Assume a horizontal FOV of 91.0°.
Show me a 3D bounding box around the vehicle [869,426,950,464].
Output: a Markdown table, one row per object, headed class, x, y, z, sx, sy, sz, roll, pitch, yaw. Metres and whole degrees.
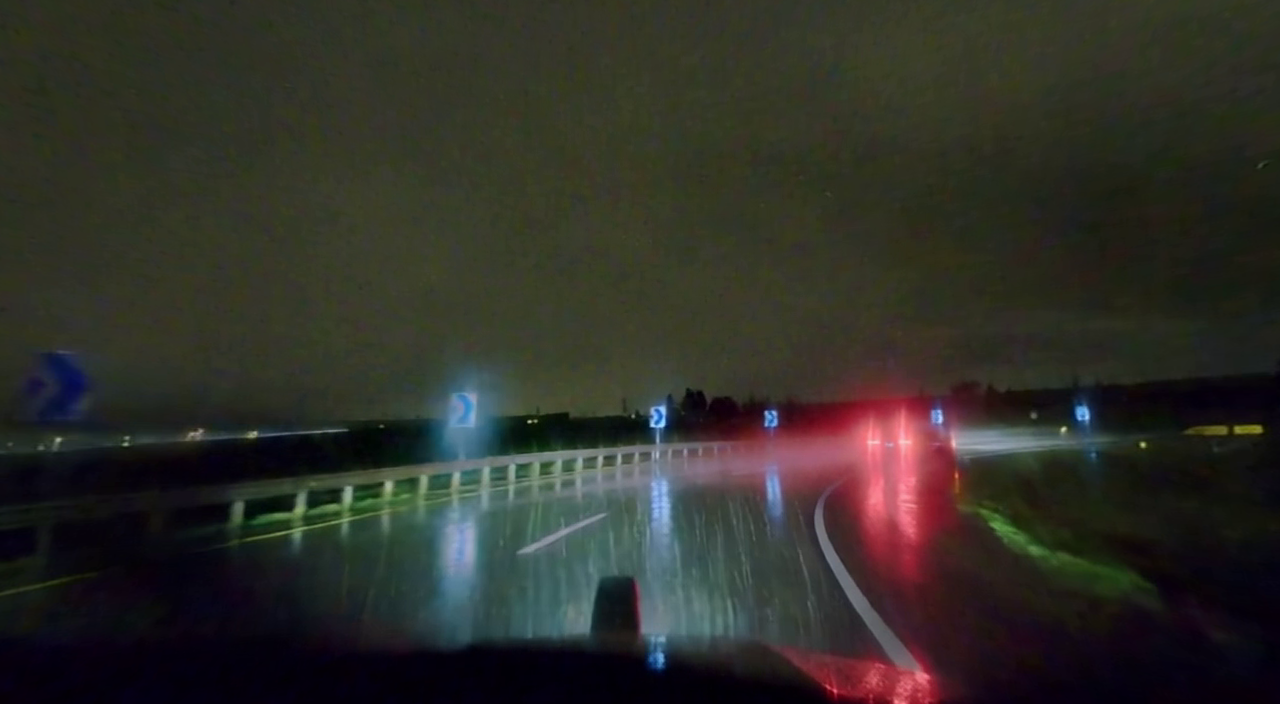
| class | x | y | z | sx | sy | sz | roll | pitch | yaw |
| --- | --- | --- | --- | --- | --- | --- | --- | --- | --- |
| vehicle | 11.835 | 4.030 | 27.521 | 2.028 | 1.440 | 3.970 | -4 | -8 | 42 |
